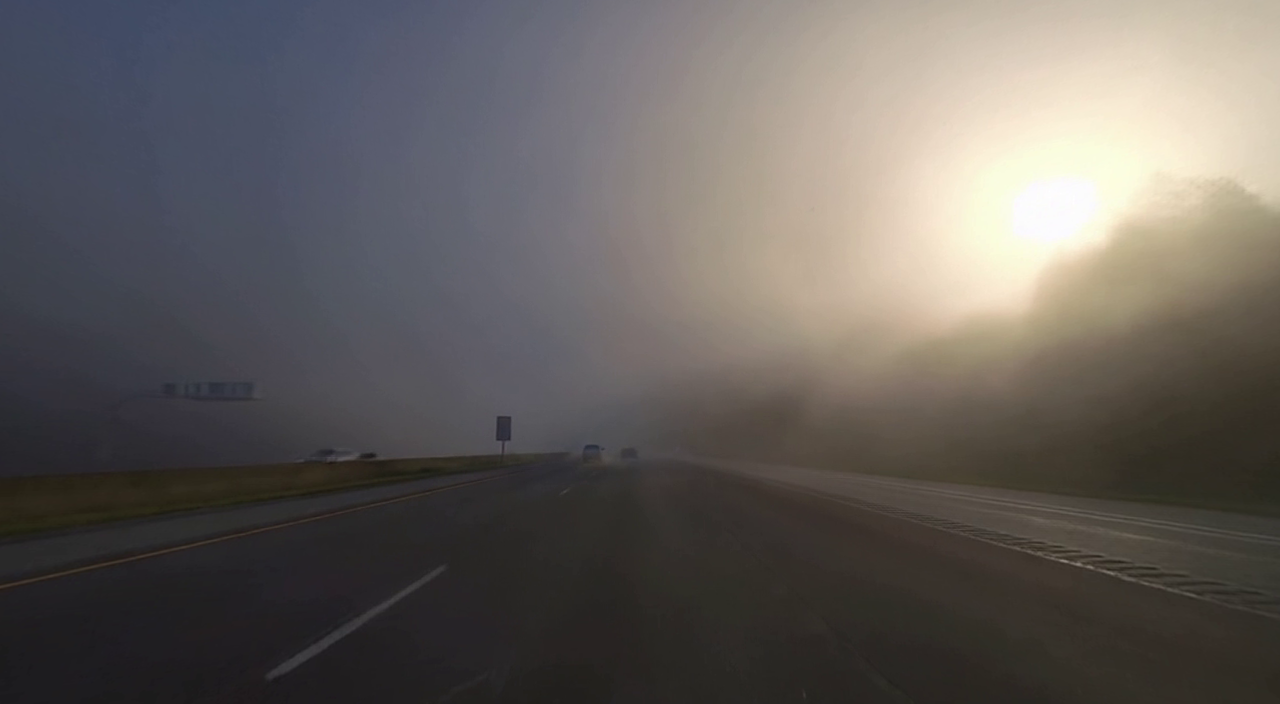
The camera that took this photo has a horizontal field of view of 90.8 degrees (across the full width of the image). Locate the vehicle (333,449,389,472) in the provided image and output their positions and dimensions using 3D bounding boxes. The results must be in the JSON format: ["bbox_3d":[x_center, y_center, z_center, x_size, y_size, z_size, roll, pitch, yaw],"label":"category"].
[{"bbox_3d":[-21.518,8.366,48.963,2.095,1.699,4.865,0,-9,0],"label":"vehicle"}]
